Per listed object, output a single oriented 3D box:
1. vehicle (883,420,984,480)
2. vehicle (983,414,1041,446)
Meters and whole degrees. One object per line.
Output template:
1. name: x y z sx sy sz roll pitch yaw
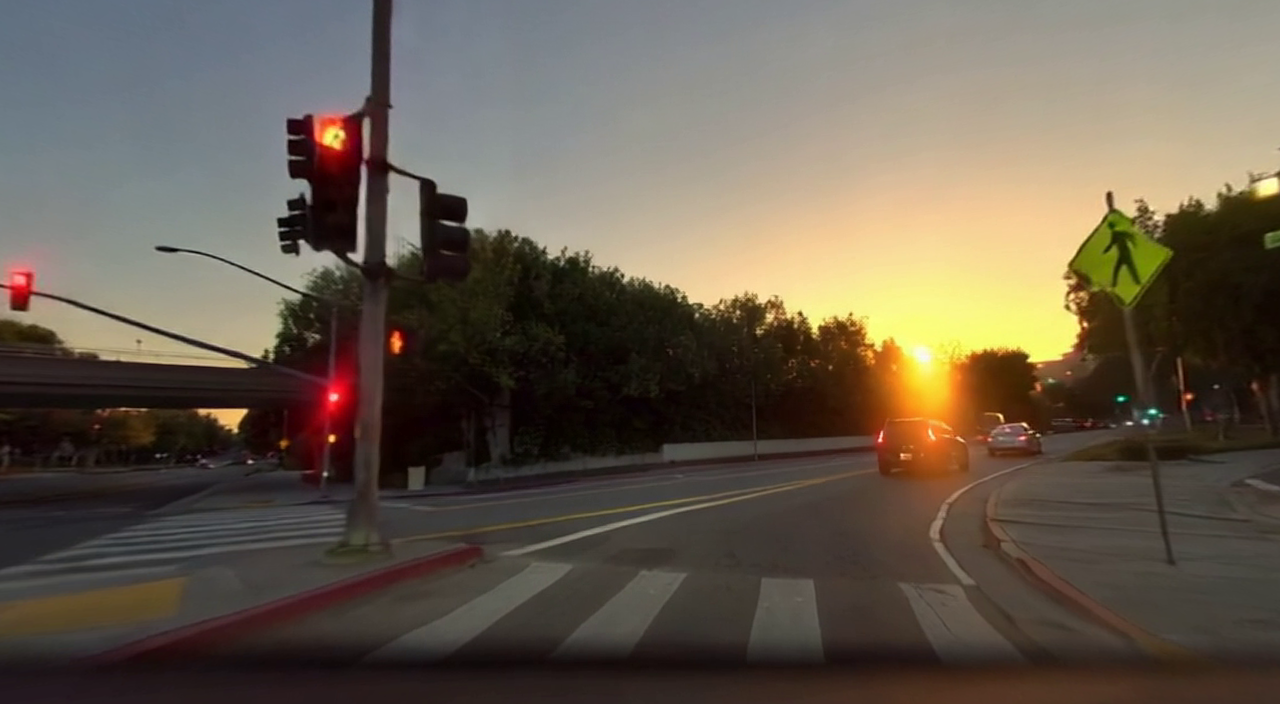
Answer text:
1. vehicle: 9.096 2.990 19.405 1.908 1.622 4.166 -6 -11 36
2. vehicle: 24.655 5.224 41.790 2.122 1.954 5.144 -8 -11 42
